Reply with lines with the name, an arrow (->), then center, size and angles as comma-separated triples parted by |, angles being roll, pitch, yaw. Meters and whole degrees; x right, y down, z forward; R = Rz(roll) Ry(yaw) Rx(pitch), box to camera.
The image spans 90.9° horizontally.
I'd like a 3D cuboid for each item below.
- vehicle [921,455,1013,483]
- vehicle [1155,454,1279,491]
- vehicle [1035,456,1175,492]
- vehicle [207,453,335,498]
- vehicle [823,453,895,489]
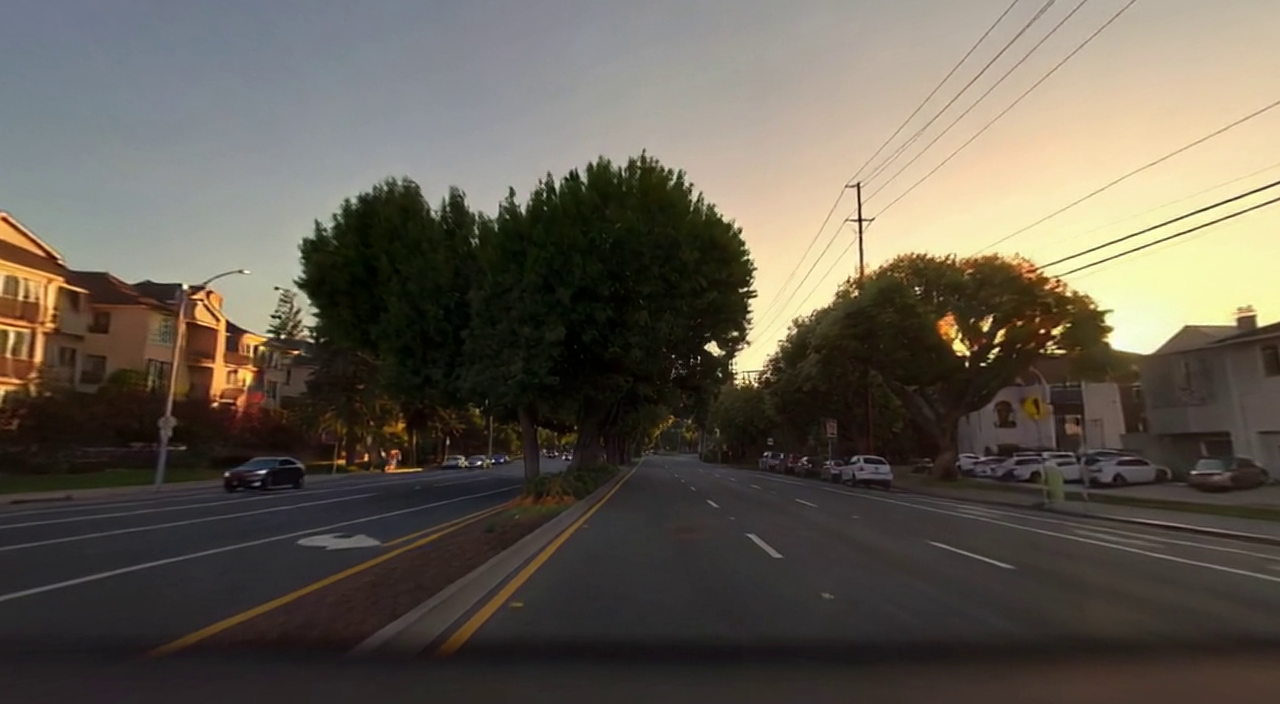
vehicle -> 19.804, 7.095, 38.409 | 4.643, 1.520, 1.894 | -3, -9, 18
vehicle -> 25.543, 5.265, 27.492 | 4.368, 1.394, 1.983 | 2, -10, 1
vehicle -> 20.552, 5.391, 28.005 | 4.664, 1.504, 1.816 | 0, -8, 1
vehicle -> -13.941, 4.669, 24.186 | 2.047, 1.467, 4.611 | 0, -8, 1
vehicle -> 12.027, 6.545, 34.979 | 2.182, 1.768, 4.904 | 0, -8, 0
